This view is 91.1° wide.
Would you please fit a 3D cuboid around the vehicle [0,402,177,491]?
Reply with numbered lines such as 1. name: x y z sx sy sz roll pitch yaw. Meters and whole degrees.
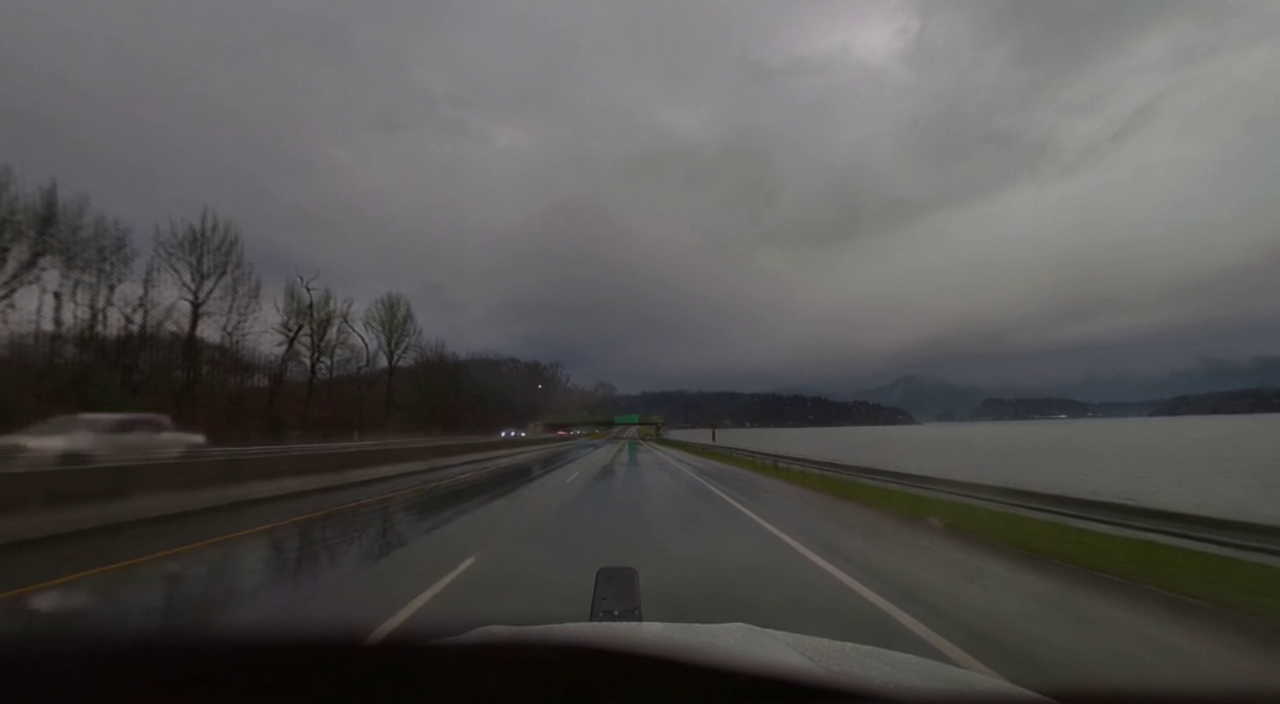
1. vehicle: -13.788 2.224 15.088 1.990 1.808 4.311 0 -8 0
